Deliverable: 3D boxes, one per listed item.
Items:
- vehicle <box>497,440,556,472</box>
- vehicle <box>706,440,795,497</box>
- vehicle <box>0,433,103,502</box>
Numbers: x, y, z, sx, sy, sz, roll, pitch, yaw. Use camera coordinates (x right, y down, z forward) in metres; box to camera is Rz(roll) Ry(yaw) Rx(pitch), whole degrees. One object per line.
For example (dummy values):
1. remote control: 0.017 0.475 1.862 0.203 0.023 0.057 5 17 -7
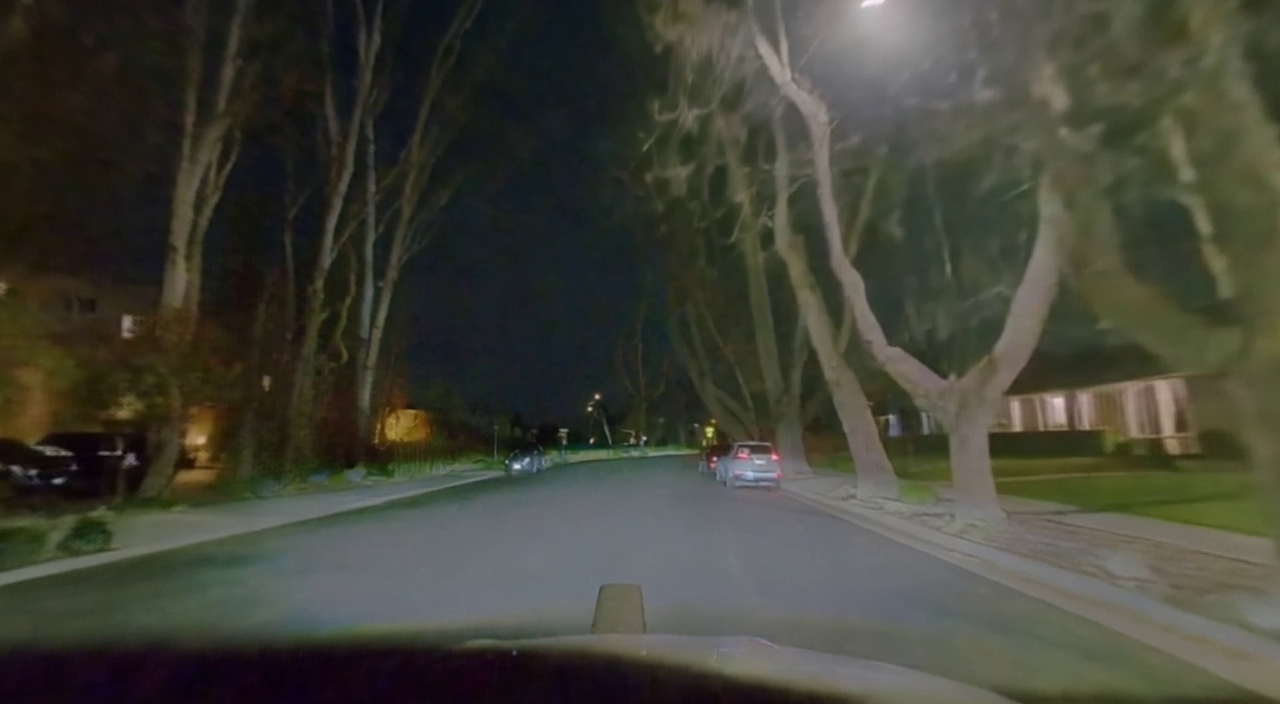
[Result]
1. vehicle: -5.996 5.612 33.700 1.943 1.433 4.717 -6 -11 4
2. vehicle: 3.099 3.350 18.672 2.088 1.429 4.796 -1 -8 4
3. vehicle: -15.666 2.687 14.891 4.344 1.483 1.928 -1 -8 8
